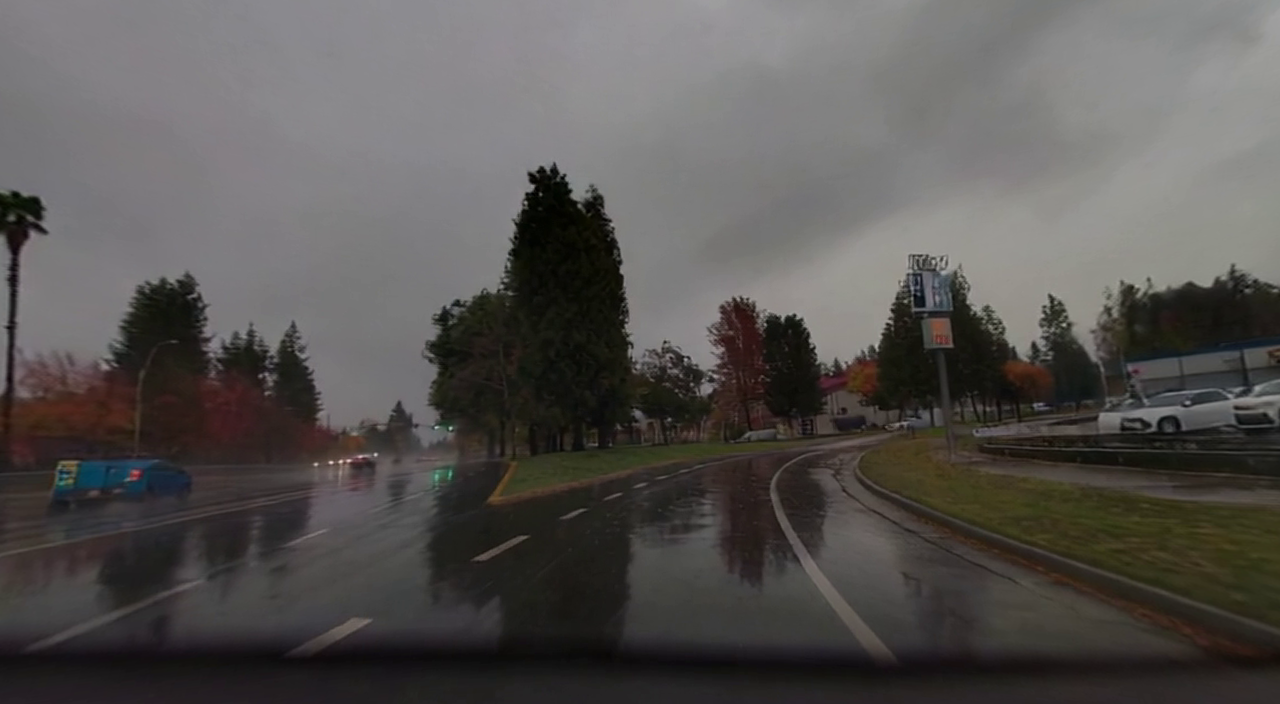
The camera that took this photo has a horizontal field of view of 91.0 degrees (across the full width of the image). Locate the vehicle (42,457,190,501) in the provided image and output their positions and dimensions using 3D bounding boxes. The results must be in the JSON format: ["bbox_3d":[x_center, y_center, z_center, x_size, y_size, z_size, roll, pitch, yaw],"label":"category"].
[{"bbox_3d":[-31.261,7.562,38.149,2.819,2.204,8.236,2,-9,-8],"label":"vehicle"}]
